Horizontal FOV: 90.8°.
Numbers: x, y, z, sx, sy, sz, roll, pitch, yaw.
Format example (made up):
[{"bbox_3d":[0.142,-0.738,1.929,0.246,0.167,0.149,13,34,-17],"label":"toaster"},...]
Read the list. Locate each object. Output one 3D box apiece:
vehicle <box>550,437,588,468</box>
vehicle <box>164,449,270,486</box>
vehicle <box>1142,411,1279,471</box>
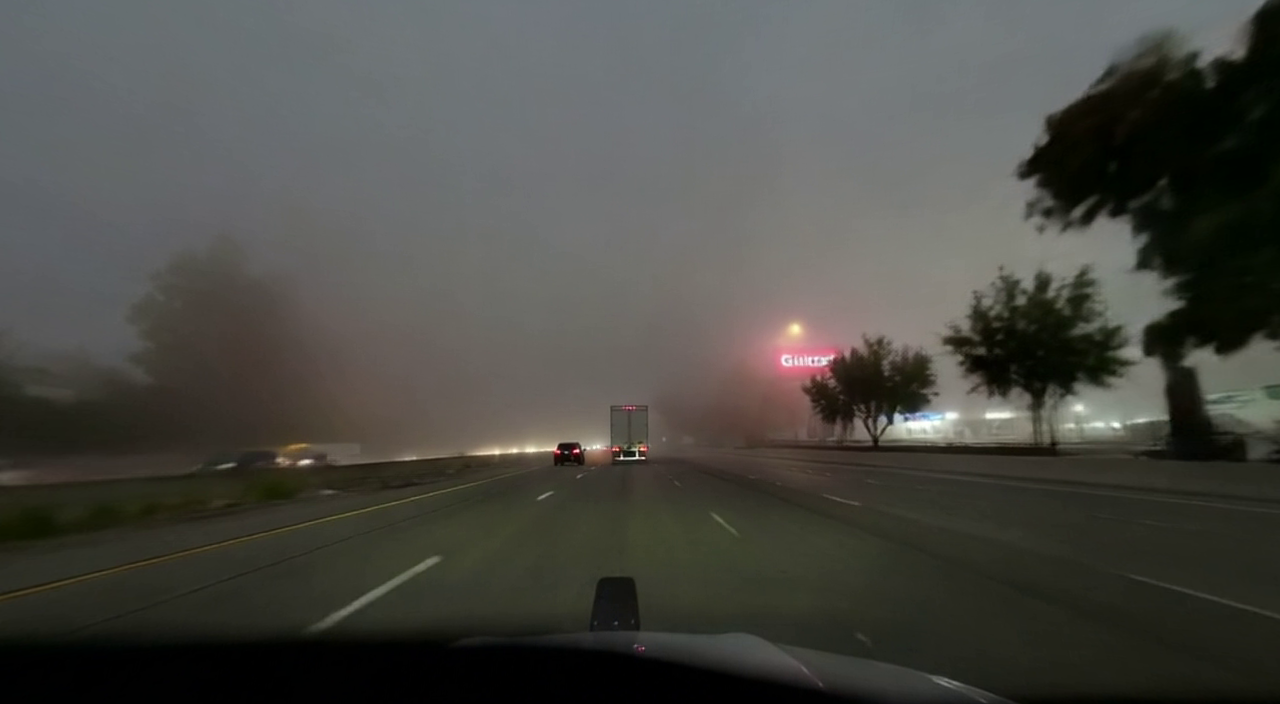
[{"bbox_3d":[-4.728,6.803,42.829,2.095,1.930,4.680,0,-8,0],"label":"vehicle"},{"bbox_3d":[-20.028,5.462,30.219,1.988,1.555,4.556,0,-8,-1],"label":"vehicle"},{"bbox_3d":[29.101,4.573,32.466,2.277,2.699,7.384,-3,-9,15],"label":"vehicle"}]
